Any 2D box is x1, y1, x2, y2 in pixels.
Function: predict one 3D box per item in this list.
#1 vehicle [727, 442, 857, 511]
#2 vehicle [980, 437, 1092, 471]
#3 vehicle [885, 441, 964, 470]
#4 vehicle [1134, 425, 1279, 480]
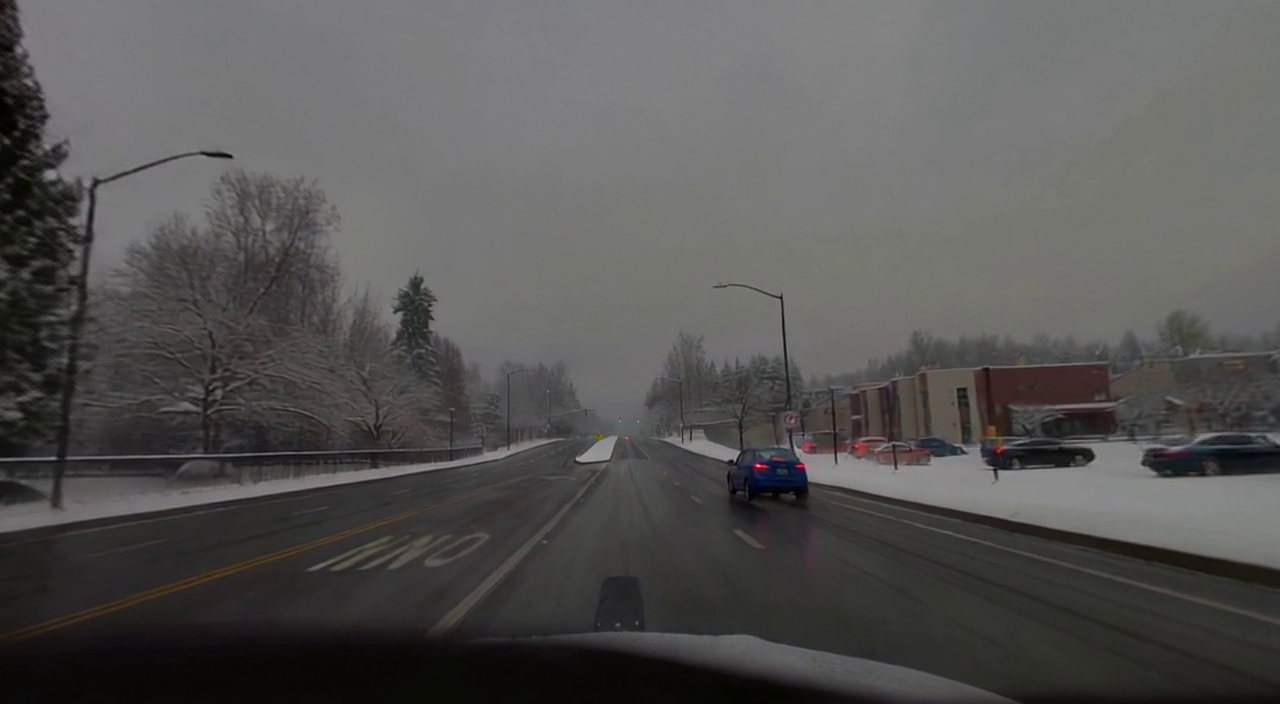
[{"bbox_3d":[3.669,3.075,16.197,2.114,1.493,4.430,0,-8,-2],"label":"vehicle"},{"bbox_3d":[17.662,4.570,28.313,3.622,1.432,2.029,1,-8,-3],"label":"vehicle"},{"bbox_3d":[19.375,7.080,43.163,4.418,1.418,1.873,-5,-14,-2],"label":"vehicle"},{"bbox_3d":[18.150,3.061,19.314,4.436,1.556,1.997,0,-8,-2],"label":"vehicle"}]
